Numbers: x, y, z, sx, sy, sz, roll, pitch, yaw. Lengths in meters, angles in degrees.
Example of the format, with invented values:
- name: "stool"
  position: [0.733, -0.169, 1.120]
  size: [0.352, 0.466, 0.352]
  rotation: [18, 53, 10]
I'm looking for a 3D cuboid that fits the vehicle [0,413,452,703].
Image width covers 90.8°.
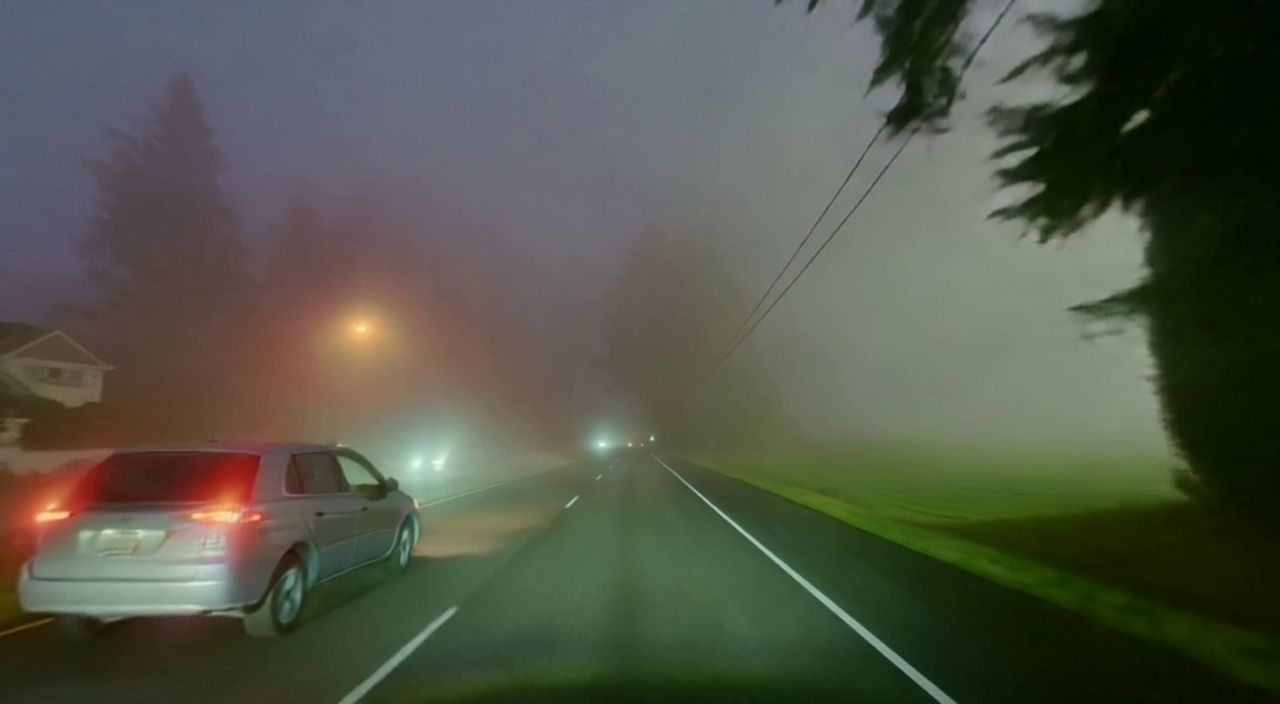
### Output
- name: "vehicle"
  position: [-3.307, 1.364, 5.218]
  size: [2.020, 1.478, 4.890]
  rotation: [0, -8, 0]
